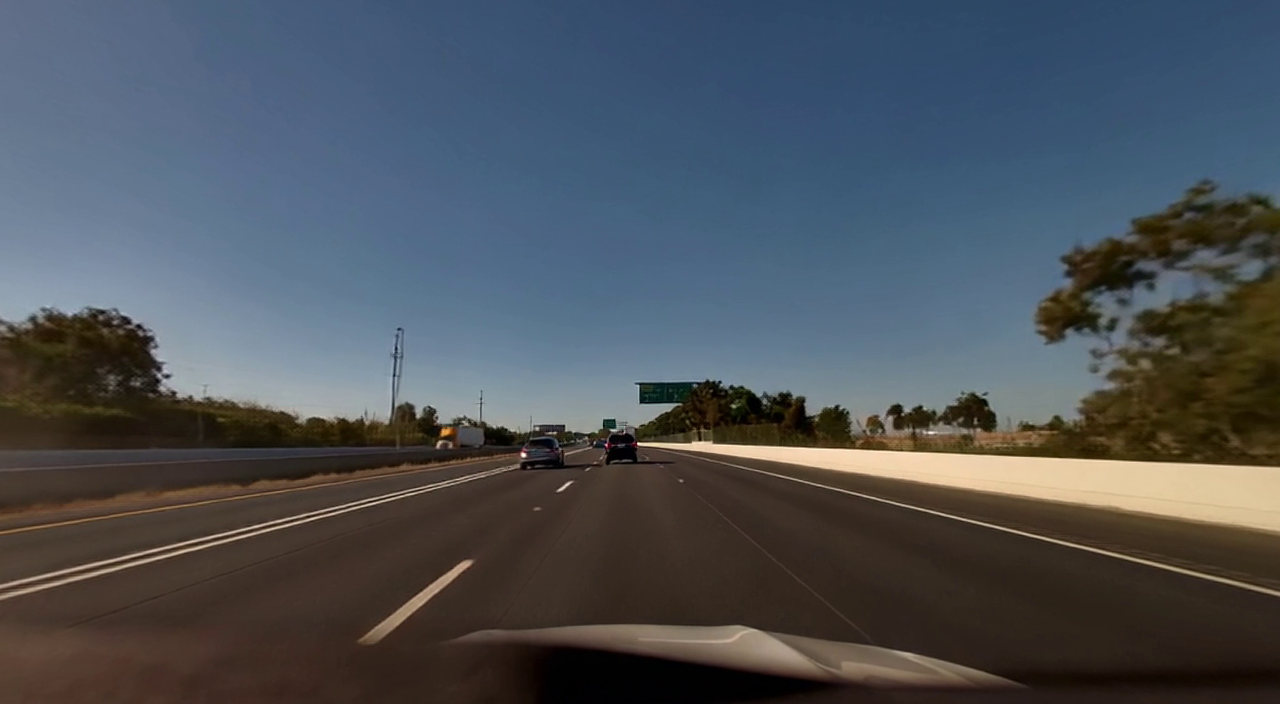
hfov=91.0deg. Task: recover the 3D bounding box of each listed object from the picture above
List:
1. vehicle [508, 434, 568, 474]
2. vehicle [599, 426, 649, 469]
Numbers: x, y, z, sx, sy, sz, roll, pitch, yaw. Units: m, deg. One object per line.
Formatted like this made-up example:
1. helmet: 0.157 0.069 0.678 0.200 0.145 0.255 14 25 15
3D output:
1. vehicle: -4.430 4.512 28.002 2.039 1.602 4.317 0 -8 -1
2. vehicle: -0.805 4.805 31.812 2.382 1.973 4.439 0 -8 -1
